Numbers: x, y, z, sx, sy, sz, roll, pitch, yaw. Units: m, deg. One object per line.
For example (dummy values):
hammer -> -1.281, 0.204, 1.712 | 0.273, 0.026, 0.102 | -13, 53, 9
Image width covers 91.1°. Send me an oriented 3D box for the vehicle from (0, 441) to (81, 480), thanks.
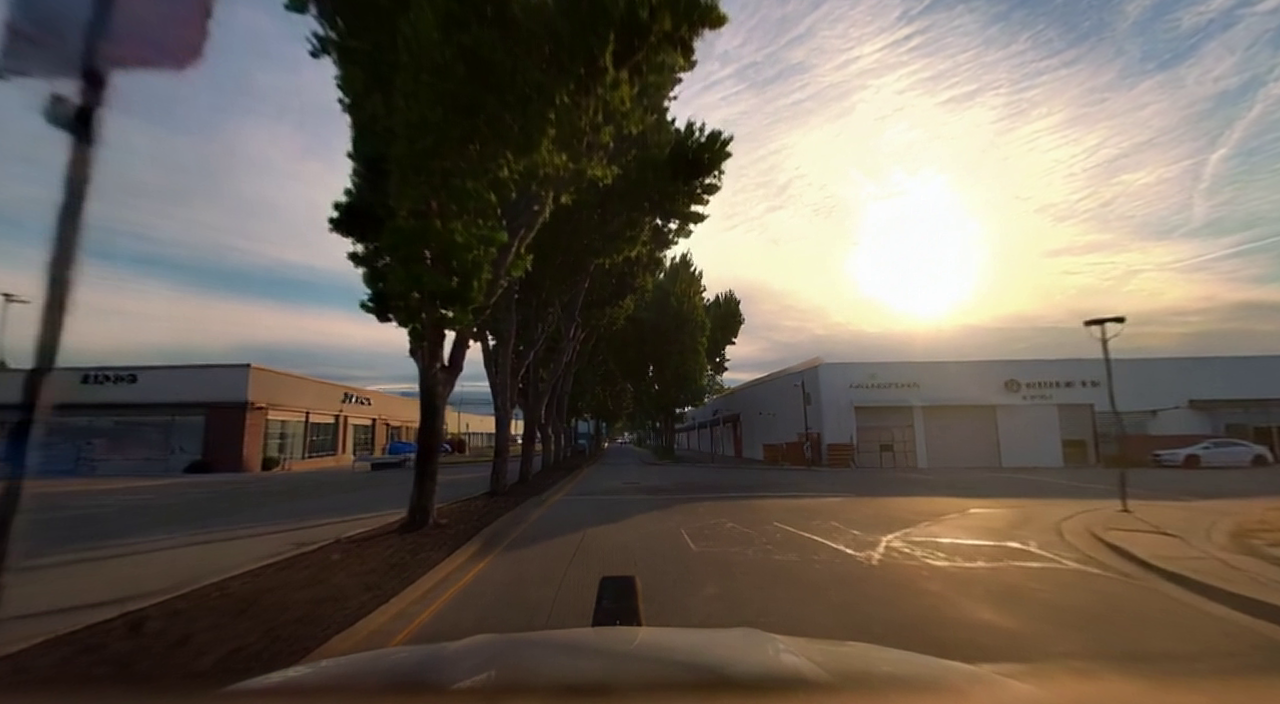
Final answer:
vehicle -> -25.034, 4.277, 24.952 | 3.766, 1.502, 1.870 | 0, -8, -2
